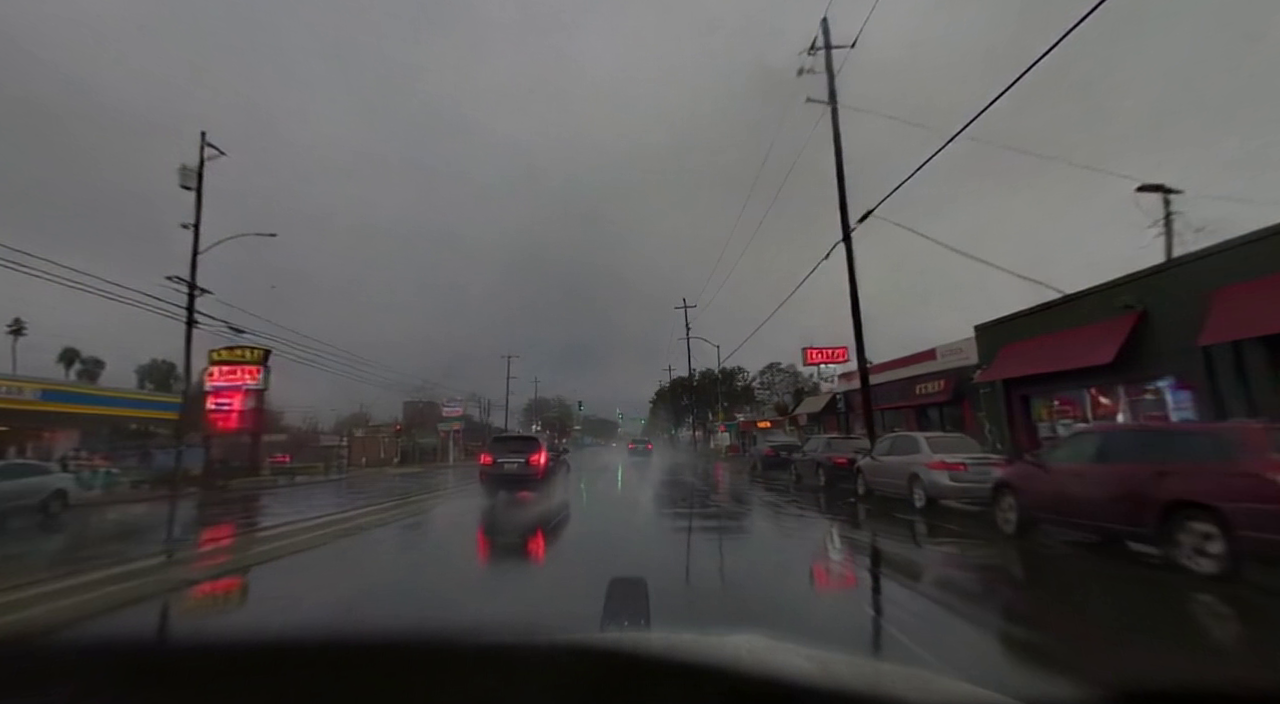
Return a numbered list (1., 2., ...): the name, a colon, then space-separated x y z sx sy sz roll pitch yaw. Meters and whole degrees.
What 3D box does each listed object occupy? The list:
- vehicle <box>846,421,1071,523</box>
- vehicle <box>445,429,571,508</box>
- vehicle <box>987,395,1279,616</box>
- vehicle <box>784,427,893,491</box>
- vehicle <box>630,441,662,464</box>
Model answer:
1. vehicle: 6.490 2.519 13.802 2.203 1.797 5.165 0 -9 0
2. vehicle: -3.033 2.801 15.599 2.049 1.646 4.445 0 -9 2
3. vehicle: 6.384 1.579 7.221 1.985 1.835 4.936 0 -9 0
4. vehicle: 6.429 3.530 21.082 2.128 1.900 4.724 0 -9 0
5. vehicle: 0.374 6.791 42.836 2.037 1.484 4.073 0 -9 0
